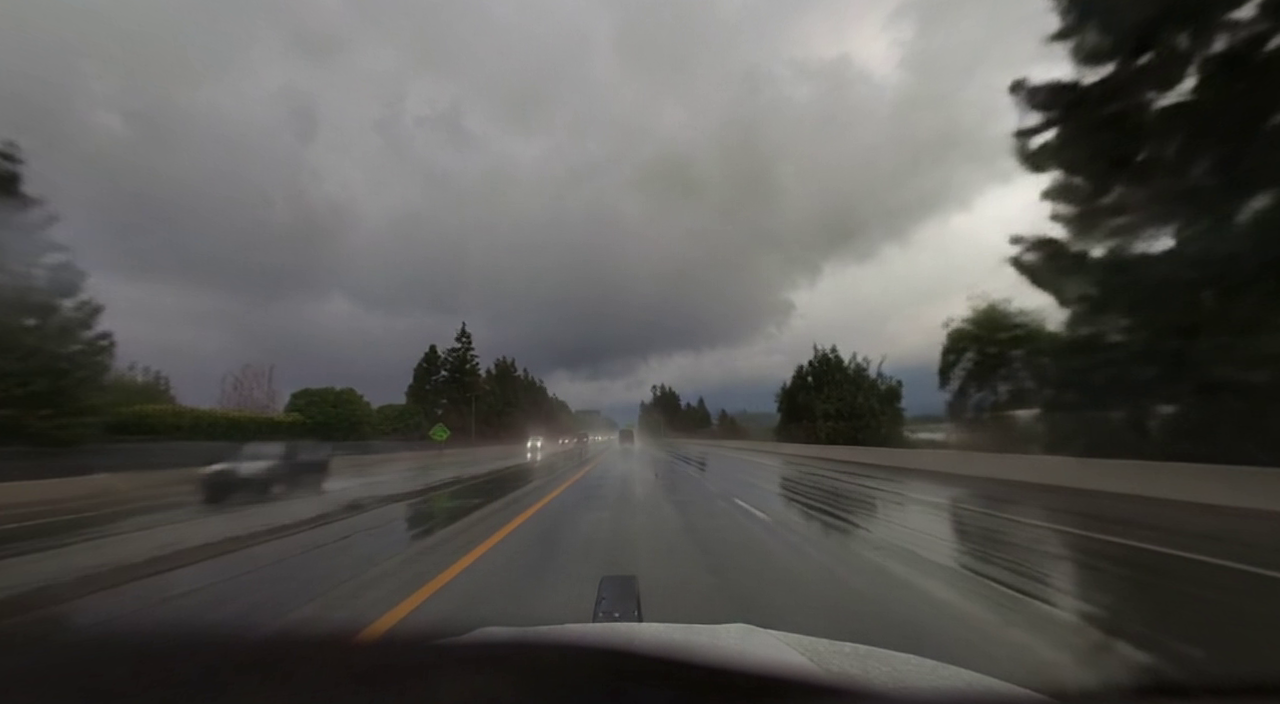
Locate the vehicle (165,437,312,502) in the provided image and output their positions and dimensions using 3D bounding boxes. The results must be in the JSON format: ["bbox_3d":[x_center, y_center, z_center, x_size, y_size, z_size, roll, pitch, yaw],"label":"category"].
[{"bbox_3d":[-13.971,4.040,22.283,2.240,2.042,4.522,0,-8,-1],"label":"vehicle"}]
